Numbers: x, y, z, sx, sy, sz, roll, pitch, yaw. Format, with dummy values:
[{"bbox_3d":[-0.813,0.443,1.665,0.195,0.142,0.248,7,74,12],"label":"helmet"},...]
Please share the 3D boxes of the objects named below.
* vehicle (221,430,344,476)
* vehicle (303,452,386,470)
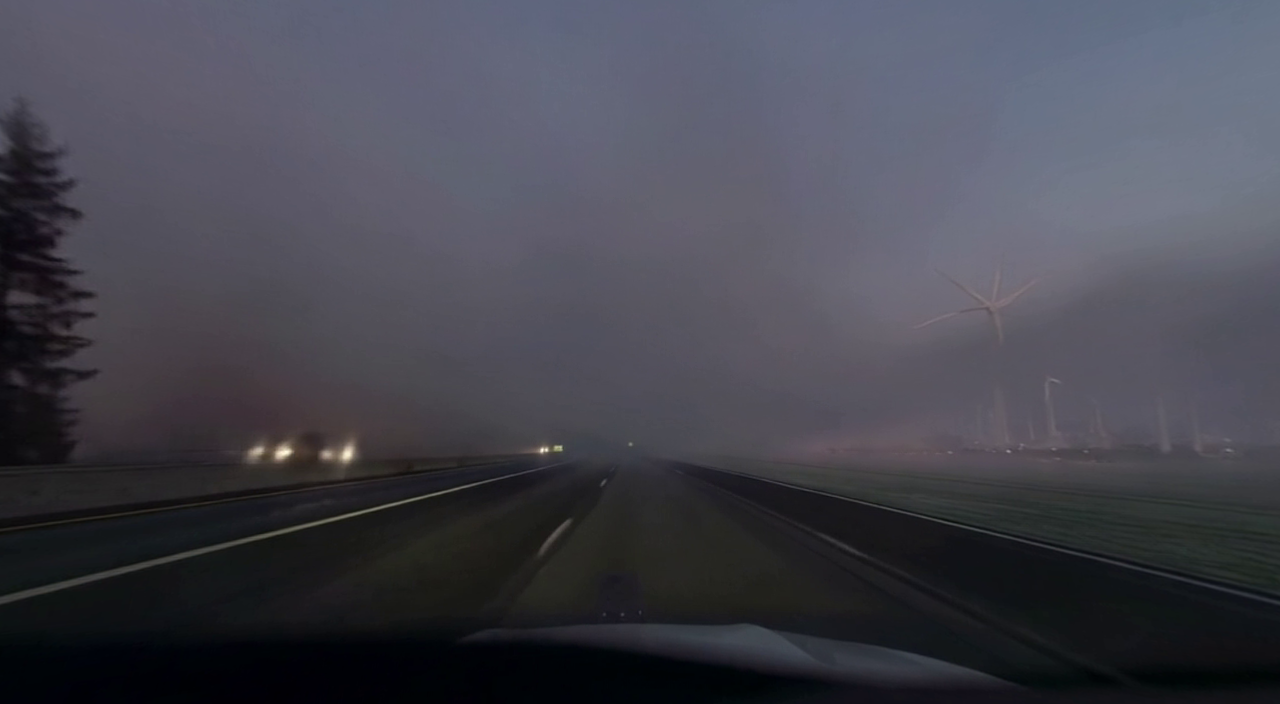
[{"bbox_3d":[-16.135,4.608,28.955,2.299,1.894,5.687,0,-9,0],"label":"vehicle"},{"bbox_3d":[-16.120,5.981,34.738,2.155,0.878,4.815,0,-9,2],"label":"vehicle"}]
